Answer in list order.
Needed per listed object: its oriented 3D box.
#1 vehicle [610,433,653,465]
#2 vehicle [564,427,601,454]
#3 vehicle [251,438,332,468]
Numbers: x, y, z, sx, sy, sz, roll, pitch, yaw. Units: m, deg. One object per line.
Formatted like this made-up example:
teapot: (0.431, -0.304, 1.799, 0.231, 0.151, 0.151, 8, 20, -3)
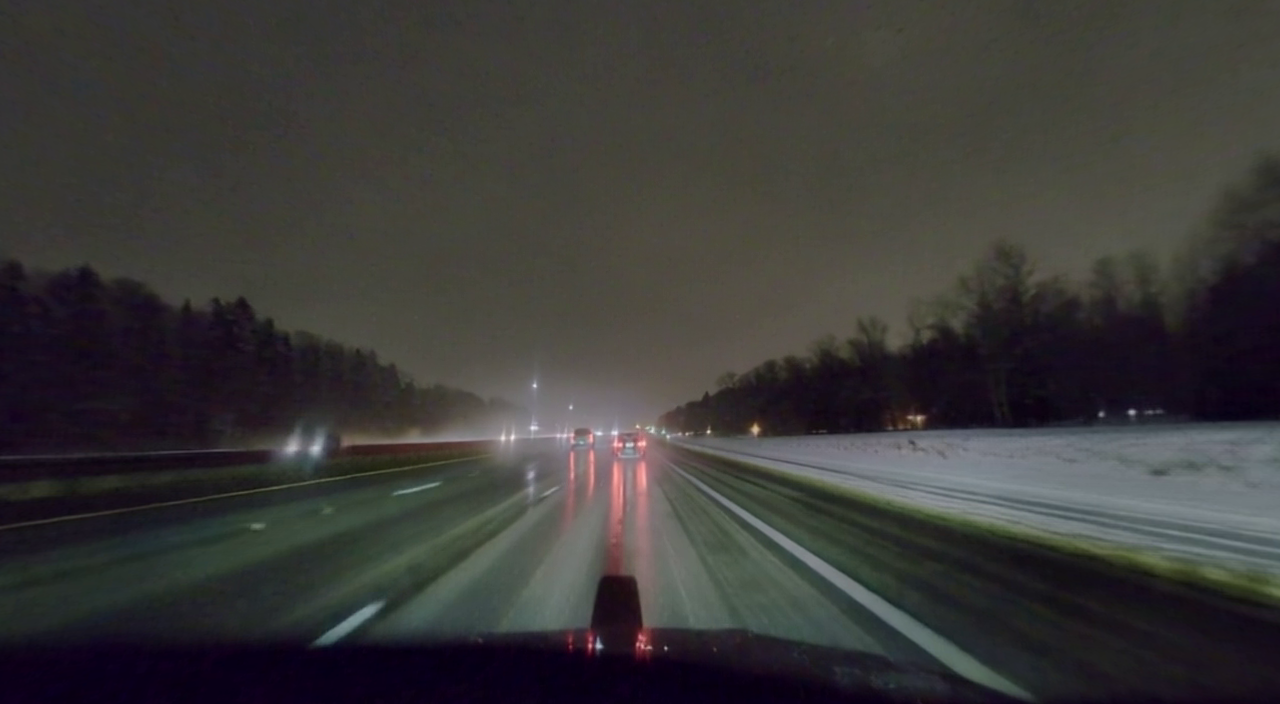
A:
vehicle: (-0.462, 4.699, 30.779, 1.948, 1.470, 3.913, 0, -8, -2)
vehicle: (-4.234, 6.570, 46.825, 2.251, 1.938, 4.708, 0, -8, 0)
vehicle: (-19.648, 5.675, 35.688, 1.908, 1.521, 4.730, 0, -8, 0)
